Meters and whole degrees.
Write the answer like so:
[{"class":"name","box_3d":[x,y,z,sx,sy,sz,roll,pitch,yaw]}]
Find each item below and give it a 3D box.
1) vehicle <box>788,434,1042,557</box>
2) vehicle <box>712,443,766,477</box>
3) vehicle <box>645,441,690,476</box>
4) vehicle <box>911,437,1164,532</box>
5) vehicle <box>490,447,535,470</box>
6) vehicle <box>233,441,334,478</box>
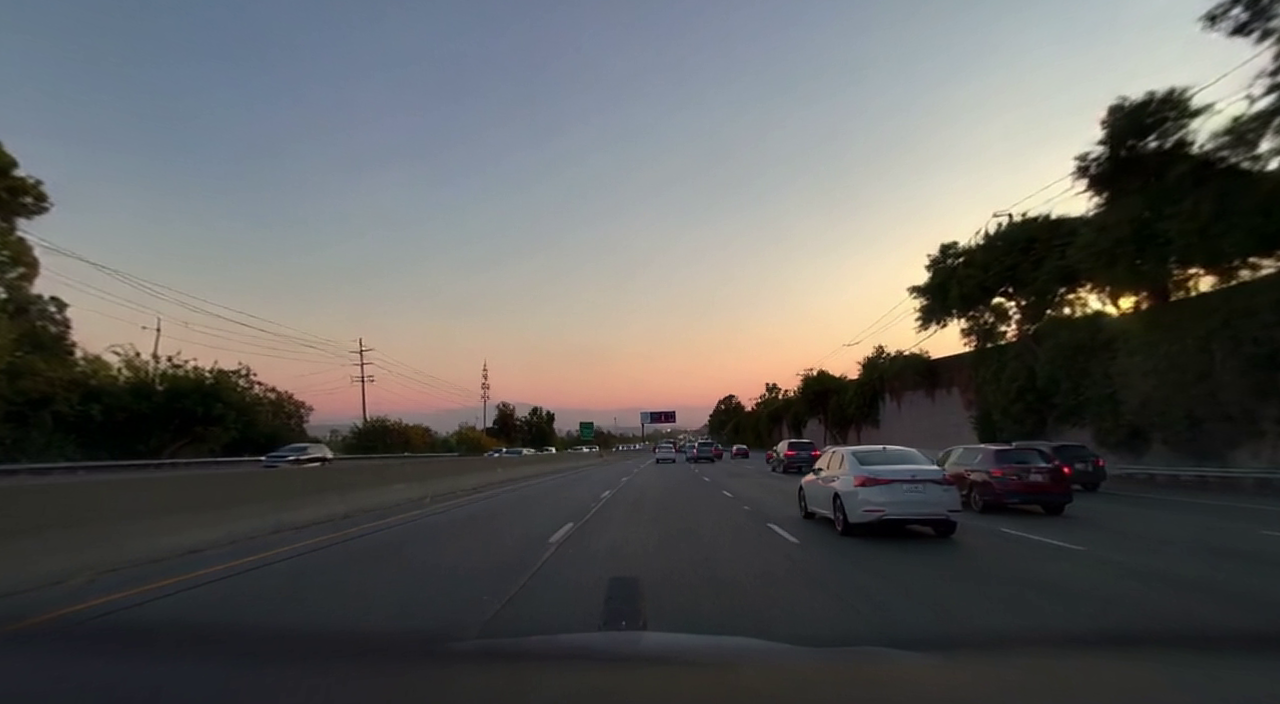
[{"class":"vehicle","box_3d":[3.884,2.074,9.956,1.986,1.478,4.429,0,-8,0]},{"class":"vehicle","box_3d":[4.502,4.975,29.276,1.936,1.465,4.060,0,-8,1]},{"class":"vehicle","box_3d":[1.333,5.136,30.574,2.042,1.581,3.769,0,-8,2]},{"class":"vehicle","box_3d":[7.246,2.424,12.272,1.937,1.477,4.696,0,-8,1]},{"class":"vehicle","box_3d":[-8.383,7.005,41.752,1.892,1.385,4.029,-1,-8,3]},{"class":"vehicle","box_3d":[-16.930,5.123,30.288,2.022,1.618,4.617,0,-8,2]}]
